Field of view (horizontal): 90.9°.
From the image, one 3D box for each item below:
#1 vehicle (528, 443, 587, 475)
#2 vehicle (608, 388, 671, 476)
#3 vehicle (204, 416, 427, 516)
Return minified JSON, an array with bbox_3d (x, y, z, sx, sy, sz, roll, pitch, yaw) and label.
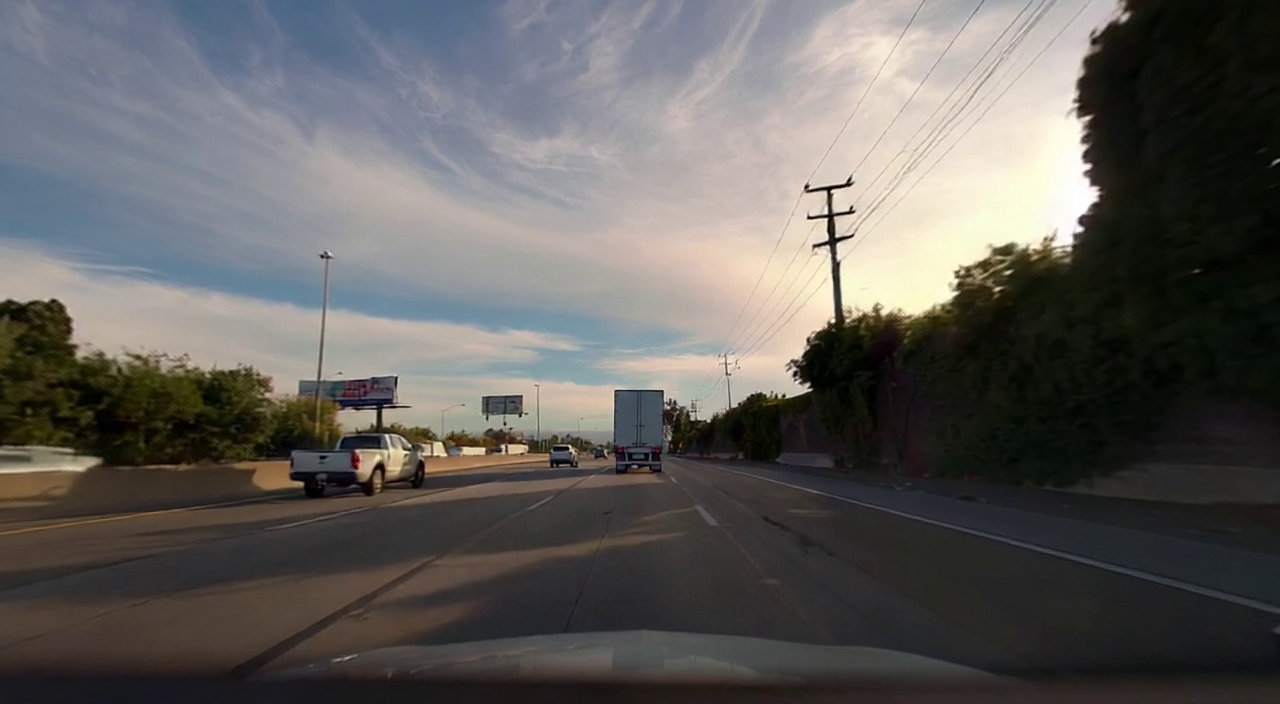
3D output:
[{"bbox_3d":[-4.013,5.309,31.546,2.138,1.469,4.677,0,-8,2],"label":"vehicle"},{"bbox_3d":[0.022,4.459,34.419,2.879,4.027,11.243,0,-8,1],"label":"vehicle"},{"bbox_3d":[-7.350,2.651,15.307,2.263,1.936,5.802,0,-8,1],"label":"vehicle"}]
